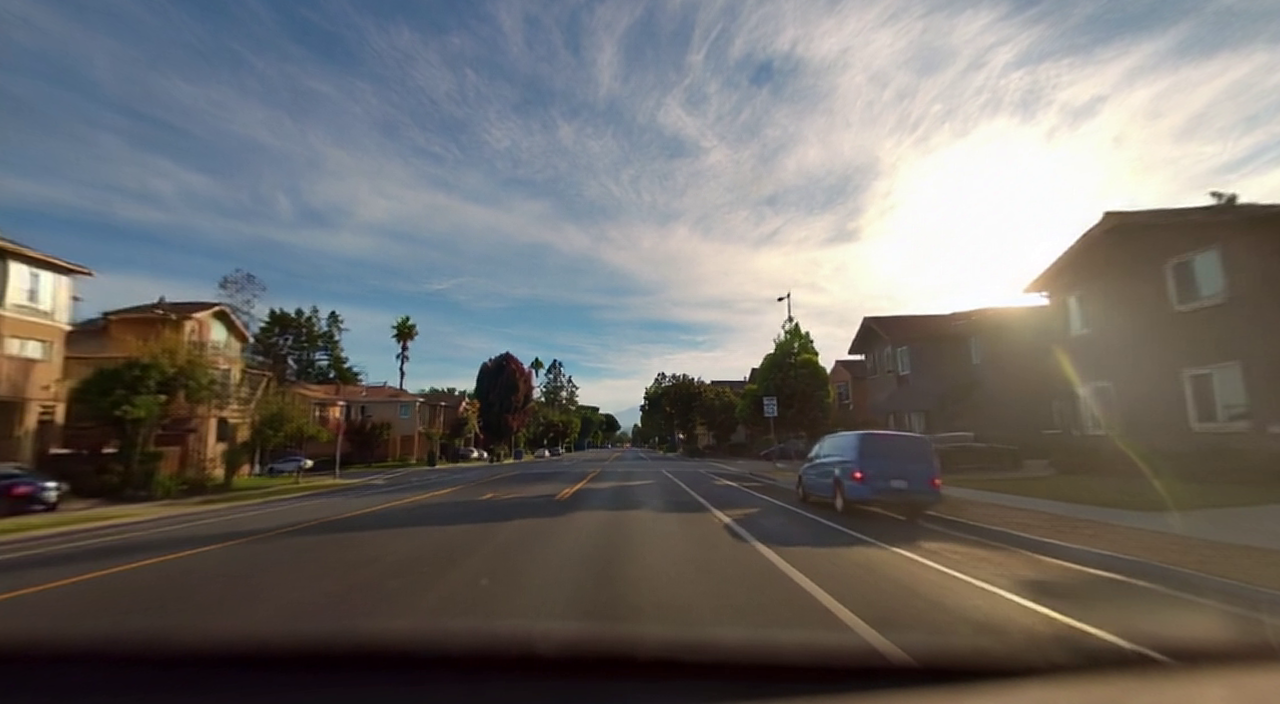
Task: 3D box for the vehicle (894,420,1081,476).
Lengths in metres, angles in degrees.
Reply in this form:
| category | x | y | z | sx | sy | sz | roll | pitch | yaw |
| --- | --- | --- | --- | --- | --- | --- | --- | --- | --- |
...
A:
| category | x | y | z | sx | sy | sz | roll | pitch | yaw |
| --- | --- | --- | --- | --- | --- | --- | --- | --- | --- |
| vehicle | 12.114 | 3.383 | 22.275 | 5.202 | 1.730 | 2.357 | -1 | -9 | -5 |

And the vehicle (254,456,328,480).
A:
| category | x | y | z | sx | sy | sz | roll | pitch | yaw |
| --- | --- | --- | --- | --- | --- | --- | --- | --- | --- |
| vehicle | -22.787 | 7.596 | 41.344 | 3.687 | 1.465 | 1.855 | 0 | -8 | -1 |

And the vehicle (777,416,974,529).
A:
| category | x | y | z | sx | sy | sz | roll | pitch | yaw |
| --- | --- | --- | --- | --- | --- | --- | --- | --- | --- |
| vehicle | 4.438 | 2.359 | 12.937 | 2.052 | 1.859 | 4.778 | 0 | -9 | -2 |
